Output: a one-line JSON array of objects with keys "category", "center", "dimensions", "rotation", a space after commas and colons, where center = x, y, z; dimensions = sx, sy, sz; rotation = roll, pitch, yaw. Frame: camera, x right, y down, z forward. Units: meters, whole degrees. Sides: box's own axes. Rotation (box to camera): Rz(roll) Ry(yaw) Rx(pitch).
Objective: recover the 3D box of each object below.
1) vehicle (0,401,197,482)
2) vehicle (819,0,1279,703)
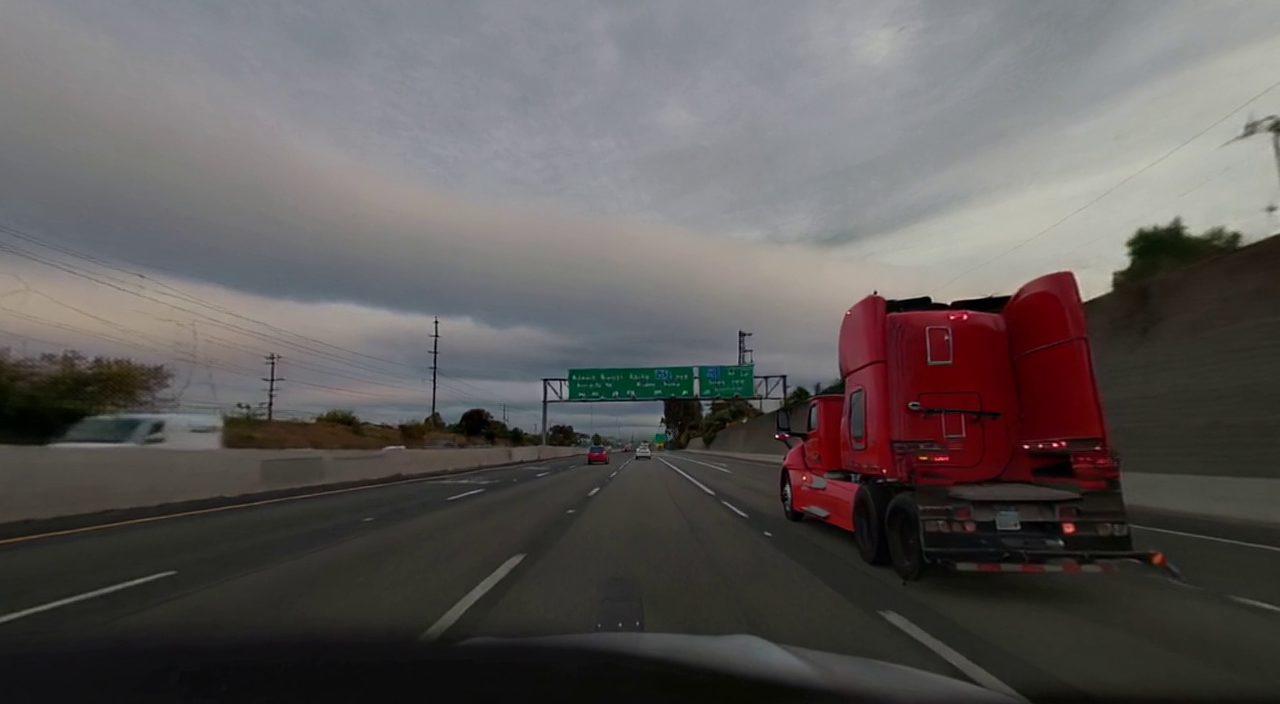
[{"category": "vehicle", "center": [-14.507, 2.368, 16.536], "dimensions": [2.205, 1.808, 4.768], "rotation": [0, -9, 1]}, {"category": "vehicle", "center": [3.970, -0.540, 0.839], "dimensions": [2.899, 4.078, 16.430], "rotation": [0, -8, 1]}]
